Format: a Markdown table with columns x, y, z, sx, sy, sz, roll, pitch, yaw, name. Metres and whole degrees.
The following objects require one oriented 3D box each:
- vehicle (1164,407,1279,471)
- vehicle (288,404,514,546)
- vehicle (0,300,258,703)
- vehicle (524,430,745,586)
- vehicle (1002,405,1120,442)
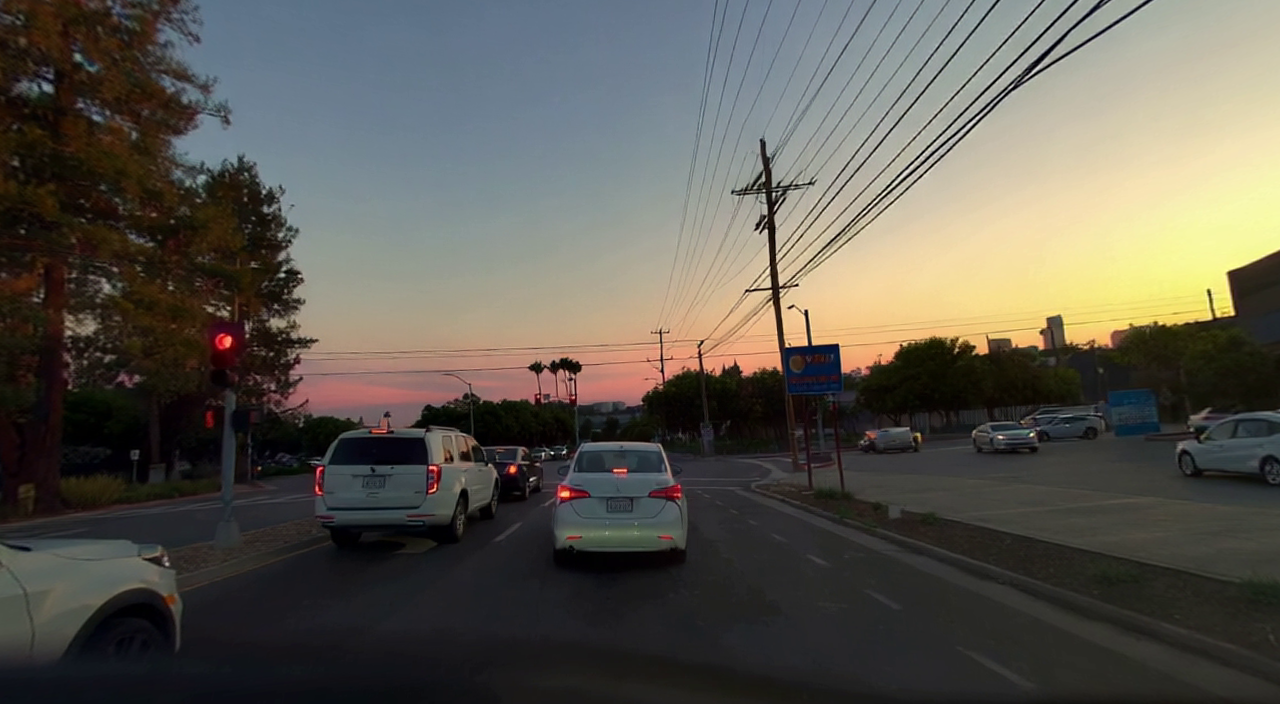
| x | y | z | sx | sy | sz | roll | pitch | yaw | name |
| --- | --- | --- | --- | --- | --- | --- | --- | --- | --- |
| 17.018 | 2.542 | 18.268 | 1.858 | 1.622 | 4.491 | -5 | -10 | 28 | vehicle |
| -3.847 | 2.086 | 11.367 | 2.147 | 1.963 | 4.927 | 0 | -8 | -1 | vehicle |
| -3.590 | 0.630 | 1.521 | 2.085 | 1.943 | 5.053 | 0 | -8 | 1 | vehicle |
| -0.106 | 1.800 | 8.138 | 2.121 | 1.474 | 3.968 | 0 | -8 | -2 | vehicle |
| 26.888 | 4.630 | 40.508 | 5.782 | 2.286 | 2.223 | -1 | -9 | 5 | vehicle |
